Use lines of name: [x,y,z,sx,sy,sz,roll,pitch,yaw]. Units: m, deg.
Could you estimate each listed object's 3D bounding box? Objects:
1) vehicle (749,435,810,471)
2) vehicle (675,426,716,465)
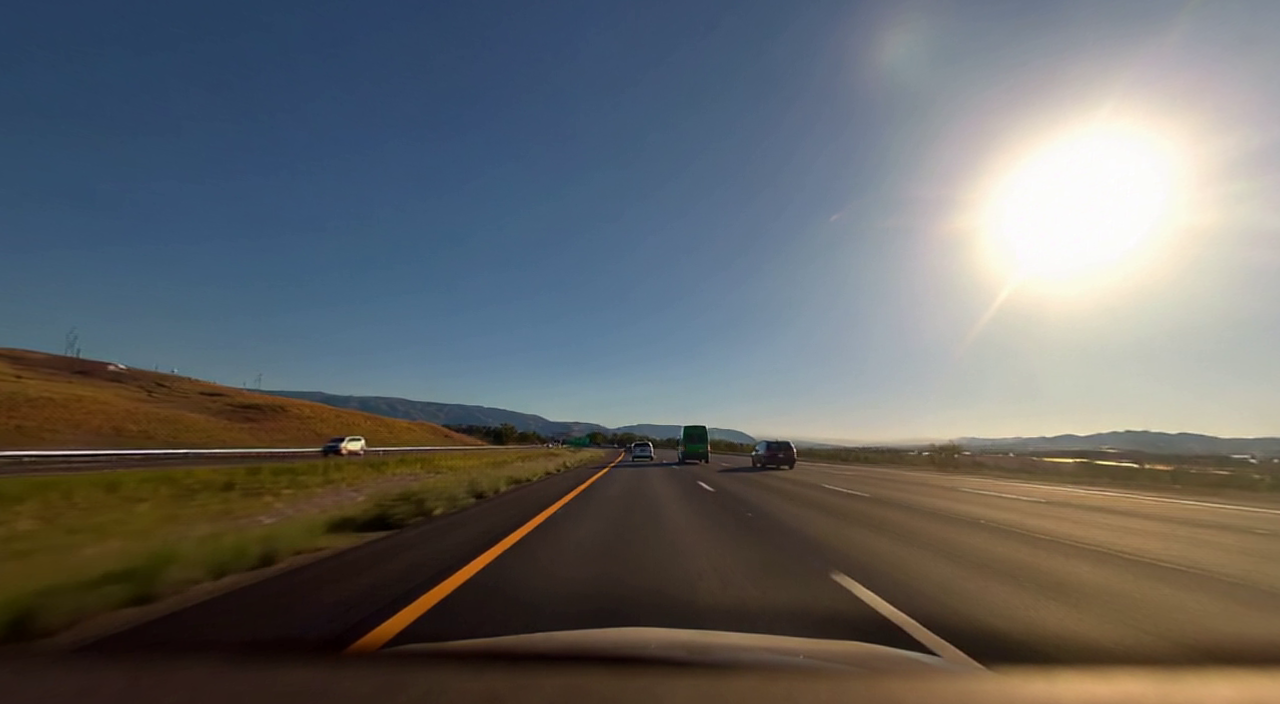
vehicle: [7.955,5.814,36.522,2.240,1.925,4.854,0,-8,-2]
vehicle: [3.933,6.825,46.074,2.302,2.670,6.176,0,-8,-1]
